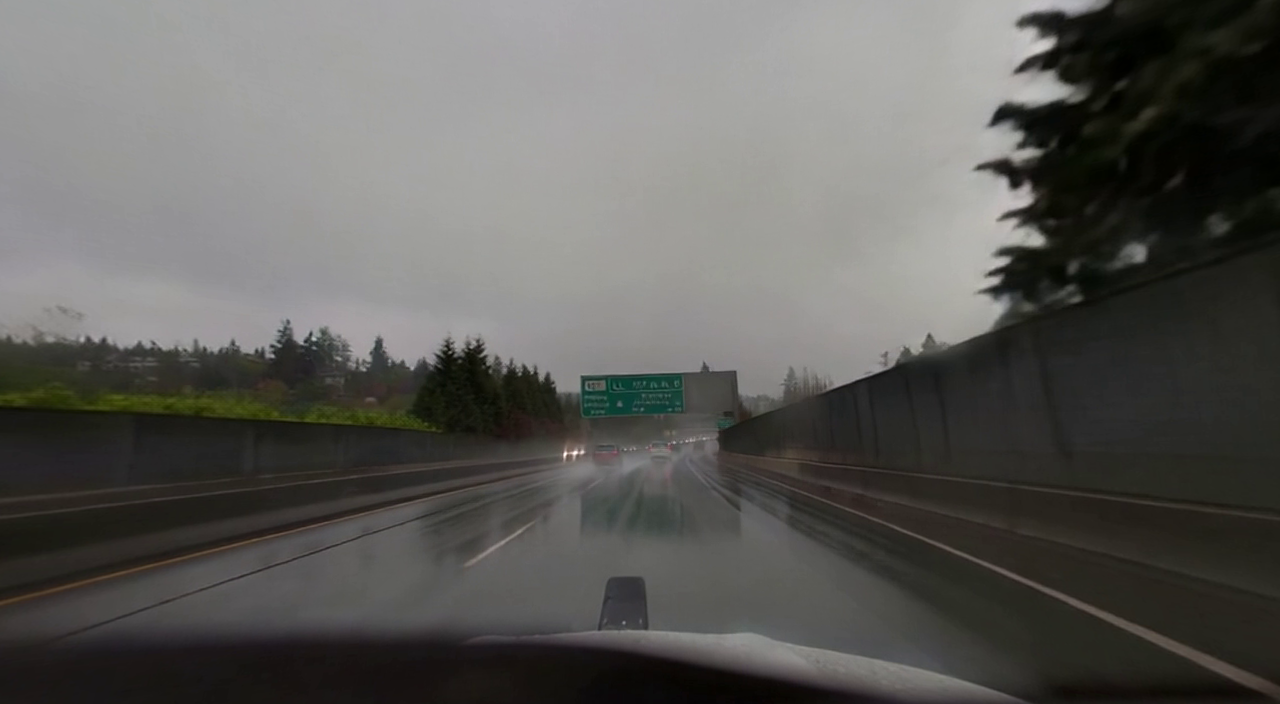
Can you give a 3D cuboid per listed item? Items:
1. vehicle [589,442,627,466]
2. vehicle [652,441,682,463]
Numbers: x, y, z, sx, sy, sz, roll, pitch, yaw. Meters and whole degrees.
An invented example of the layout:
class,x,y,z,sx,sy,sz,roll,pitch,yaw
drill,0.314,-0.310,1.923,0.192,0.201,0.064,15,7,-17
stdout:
class,x,y,z,sx,sy,sz,roll,pitch,yaw
vehicle,-2.061,6.682,41.461,1.985,1.518,3.847,-1,-8,4
vehicle,2.014,7.389,46.474,2.077,1.533,3.854,0,-8,3
